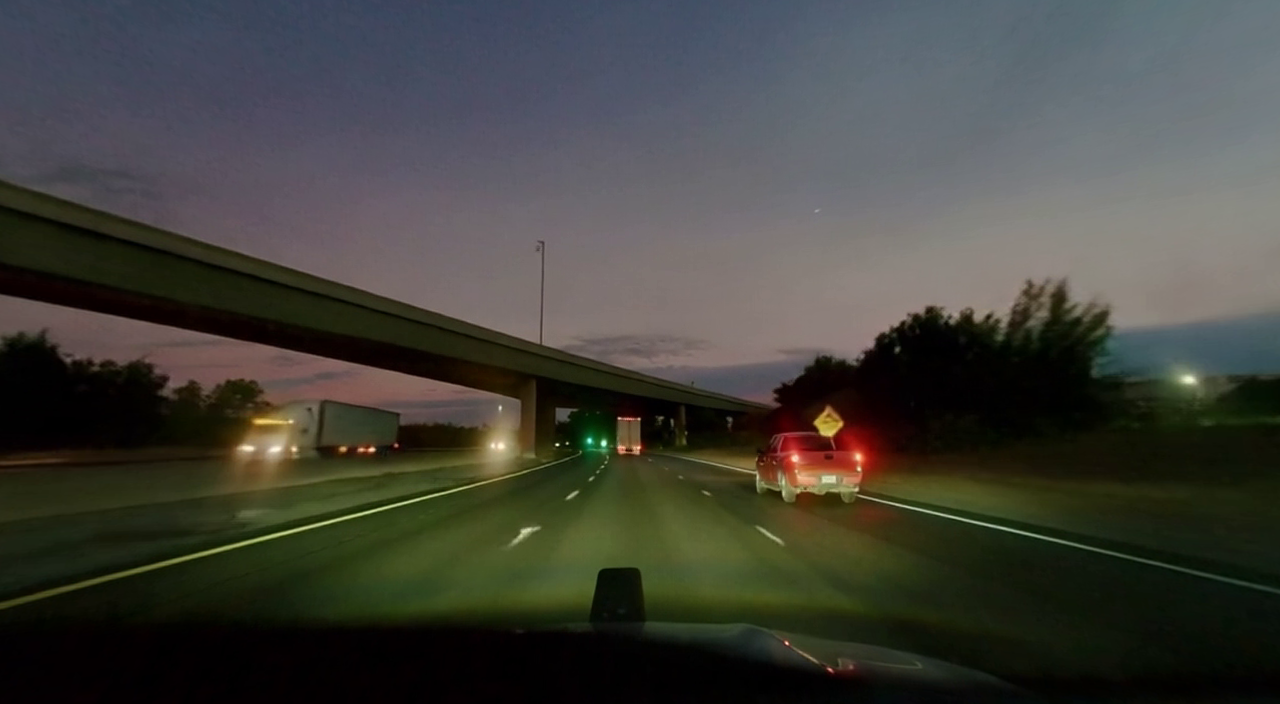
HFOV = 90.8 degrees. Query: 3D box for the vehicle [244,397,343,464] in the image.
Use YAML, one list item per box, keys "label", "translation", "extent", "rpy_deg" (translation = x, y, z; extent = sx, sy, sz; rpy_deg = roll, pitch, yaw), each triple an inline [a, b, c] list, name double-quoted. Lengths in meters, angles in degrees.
- label: "vehicle"
  translation: [-21.732, 5.074, 39.988]
  extent: [2.984, 3.924, 5.928]
  rpy_deg: [0, -9, -3]
